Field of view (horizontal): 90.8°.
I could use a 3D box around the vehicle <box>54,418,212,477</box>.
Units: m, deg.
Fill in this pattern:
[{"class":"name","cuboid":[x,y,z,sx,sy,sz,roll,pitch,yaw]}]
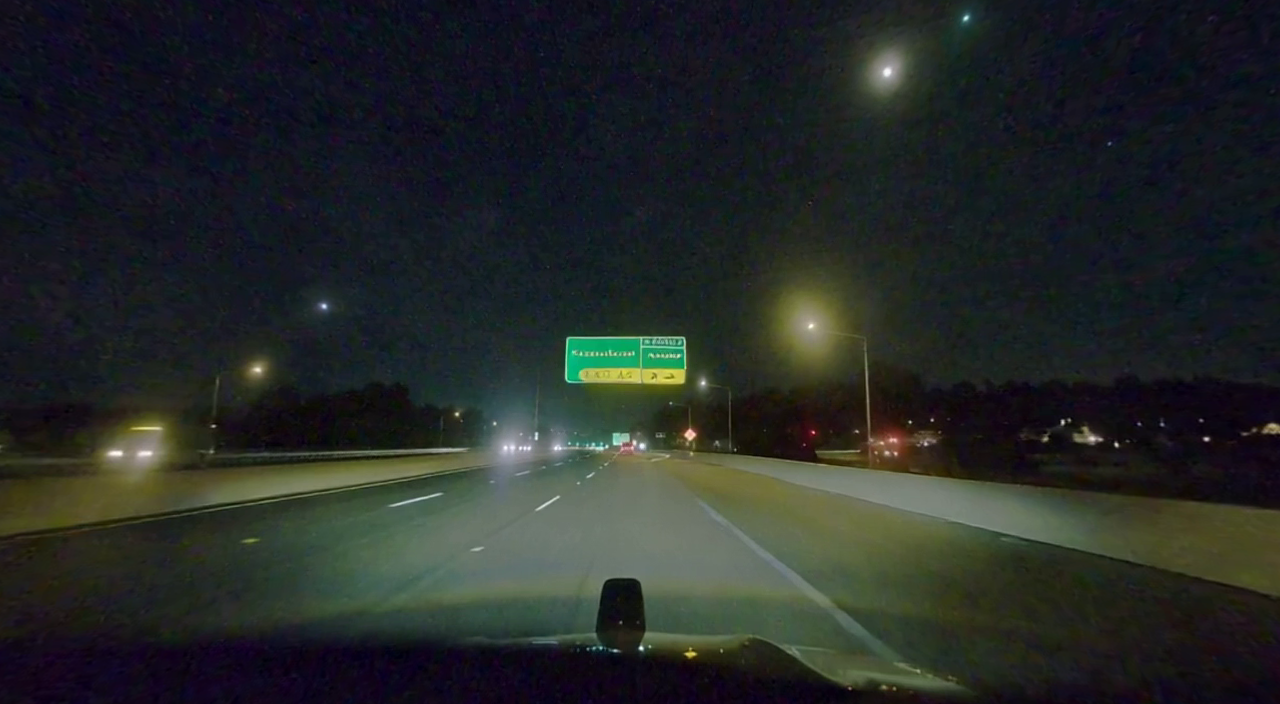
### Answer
[{"class":"vehicle","cuboid":[-25.242,4.825,31.974,2.224,2.634,6.930,0,-9,-1]}]
